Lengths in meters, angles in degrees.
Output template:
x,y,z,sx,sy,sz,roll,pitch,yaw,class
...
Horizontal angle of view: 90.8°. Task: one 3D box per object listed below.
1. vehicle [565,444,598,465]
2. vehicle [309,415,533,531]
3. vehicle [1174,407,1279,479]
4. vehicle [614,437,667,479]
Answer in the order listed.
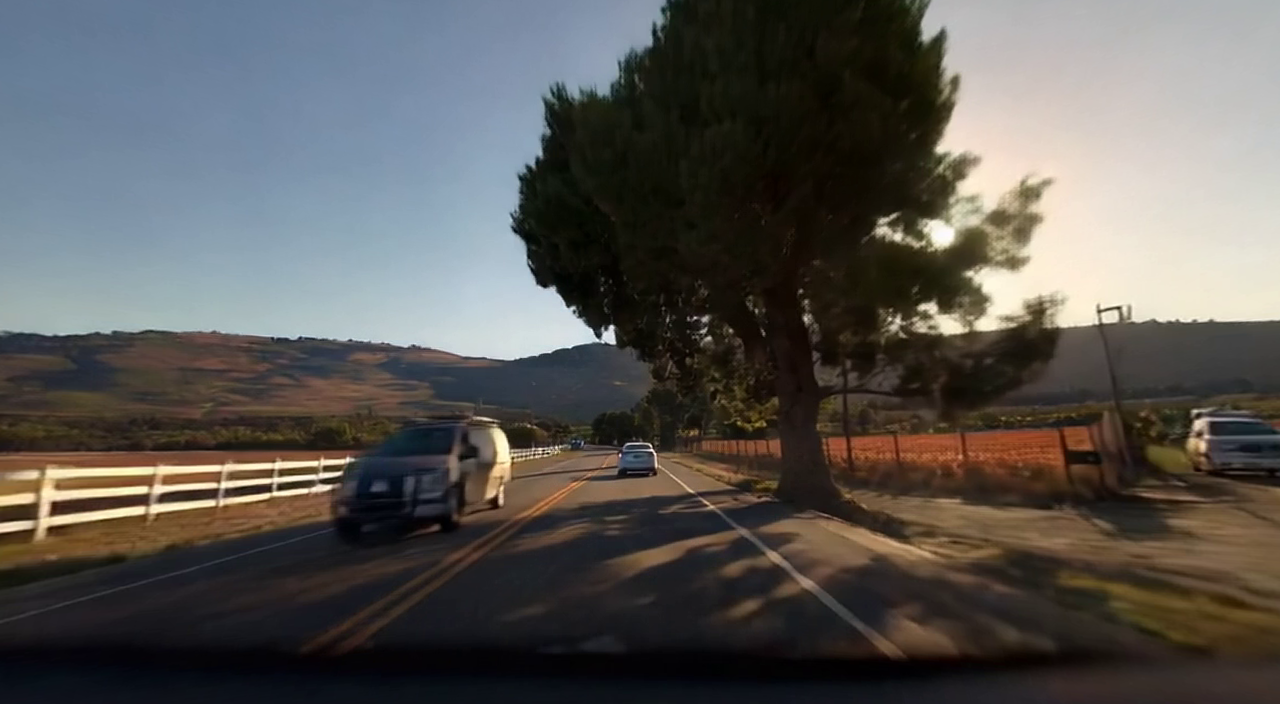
x,y,z,sx,sy,sz,roll,pitch,yaw,class
-4.409,7.770,48.091,2.092,1.490,4.422,0,-9,0,vehicle
-4.641,2.751,15.209,2.906,2.116,6.952,0,-9,0,vehicle
17.096,2.509,17.508,4.668,1.739,1.943,5,-9,-30,vehicle
-0.019,4.612,27.709,2.158,1.669,4.006,0,-9,-1,vehicle
